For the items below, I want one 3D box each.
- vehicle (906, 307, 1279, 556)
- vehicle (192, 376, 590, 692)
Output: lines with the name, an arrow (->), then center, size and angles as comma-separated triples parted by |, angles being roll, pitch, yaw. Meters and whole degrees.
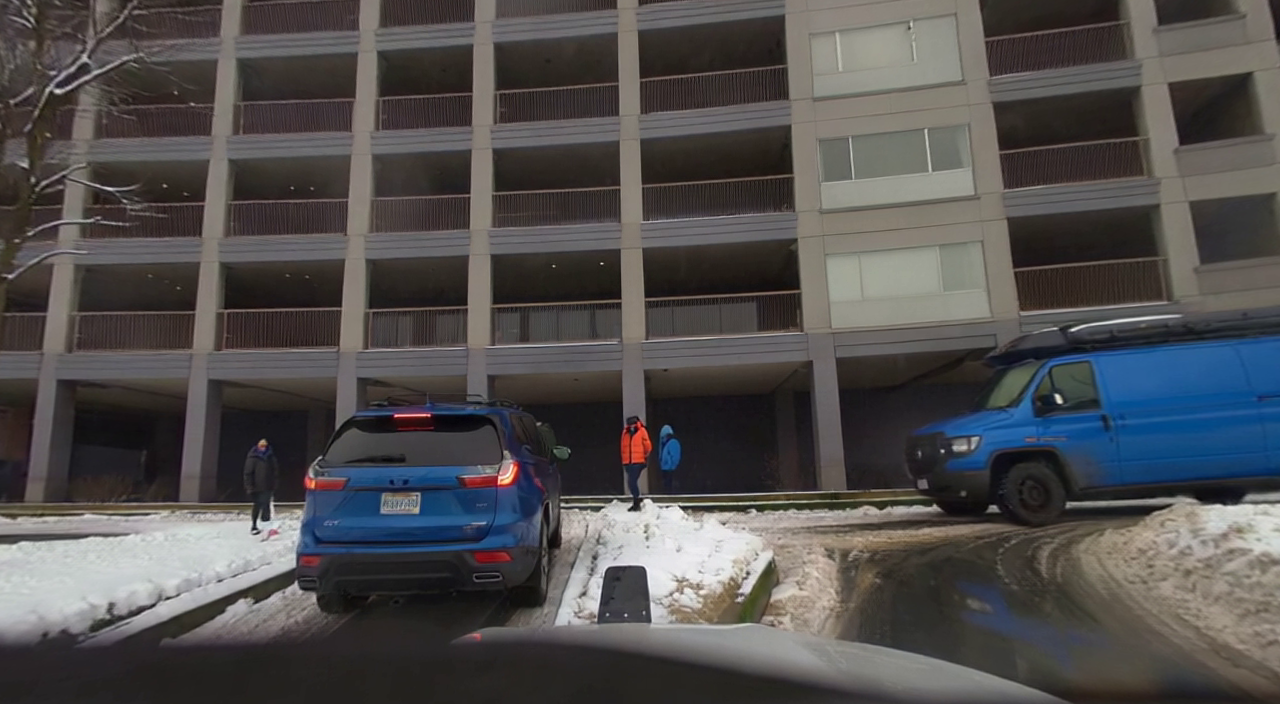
vehicle -> 7.537, 1.025, 8.215 | 6.932, 2.753, 2.446 | 0, -9, 1
vehicle -> -1.641, 1.318, 5.714 | 2.144, 1.733, 4.115 | 1, -9, -7
